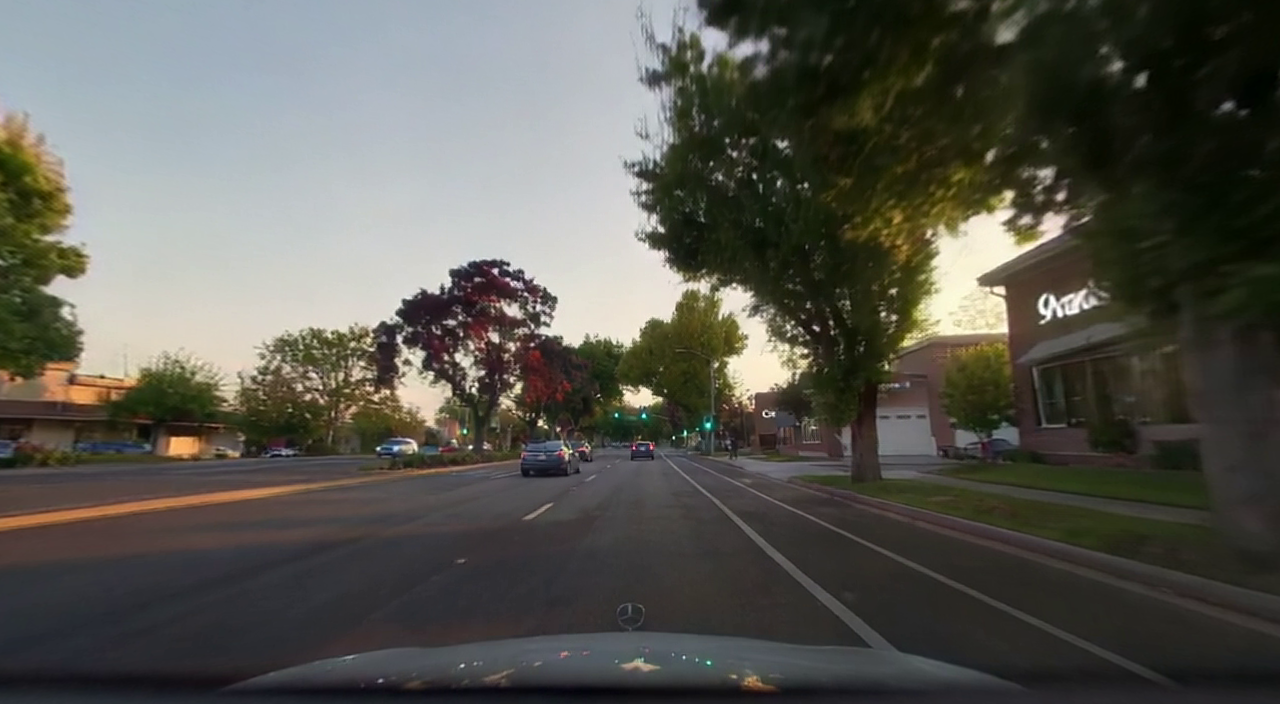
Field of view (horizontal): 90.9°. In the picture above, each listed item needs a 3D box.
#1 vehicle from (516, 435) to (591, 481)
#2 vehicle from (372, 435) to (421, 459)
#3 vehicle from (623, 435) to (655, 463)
[{"bbox_3d":[-3.001,3.801,22.849,2.015,1.470,4.458,0,-8,1],"label":"vehicle"},{"bbox_3d":[-17.628,6.910,45.905,2.032,1.689,4.624,0,-8,-4],"label":"vehicle"},{"bbox_3d":[-0.040,6.658,43.347,2.153,1.764,4.047,0,-8,1],"label":"vehicle"}]
